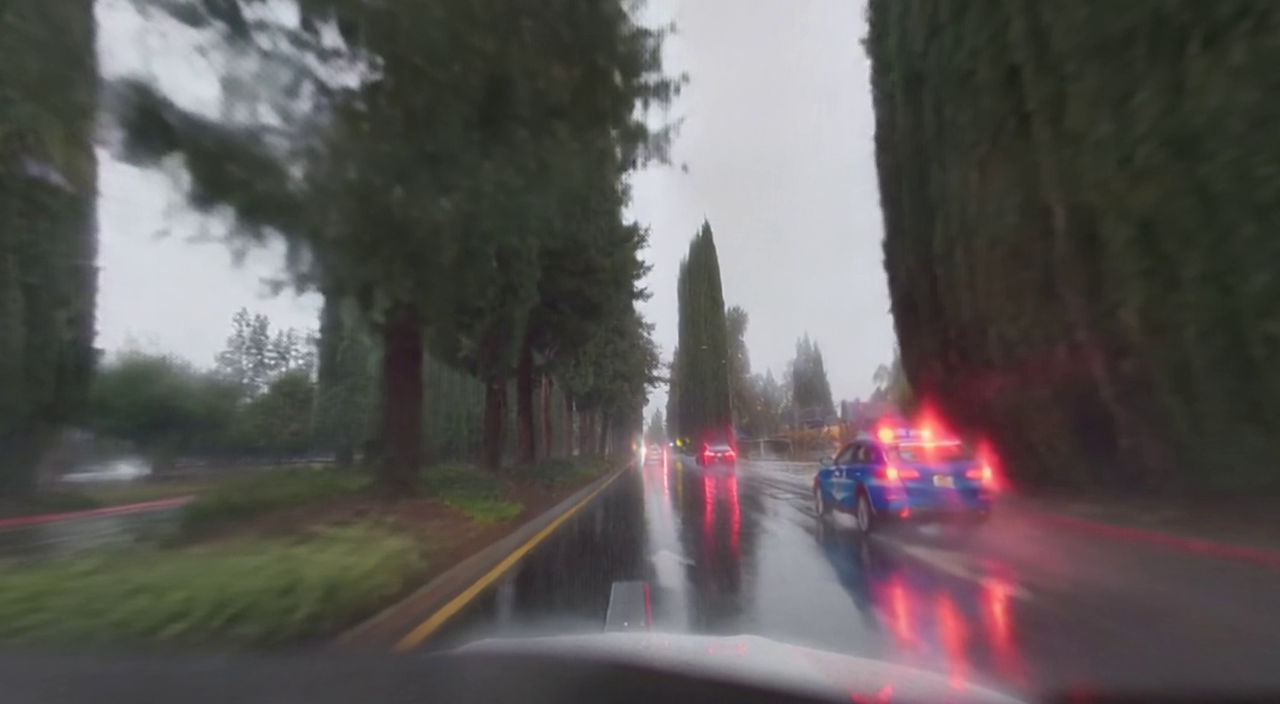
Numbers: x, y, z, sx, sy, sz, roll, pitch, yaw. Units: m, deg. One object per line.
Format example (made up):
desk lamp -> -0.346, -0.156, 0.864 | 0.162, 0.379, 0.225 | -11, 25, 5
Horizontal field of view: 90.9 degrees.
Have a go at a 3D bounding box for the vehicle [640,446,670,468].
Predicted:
vehicle -> 1.043, 7.420, 44.933 | 2.026, 1.466, 4.282 | 0, -8, 0

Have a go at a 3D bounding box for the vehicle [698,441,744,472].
vehicle -> 4.561, 5.951, 36.211 | 2.110, 1.666, 3.912 | 0, -8, 0

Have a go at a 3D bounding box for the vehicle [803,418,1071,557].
vehicle -> 4.079, 1.919, 9.629 | 2.052, 1.639, 4.123 | 0, -8, 0
